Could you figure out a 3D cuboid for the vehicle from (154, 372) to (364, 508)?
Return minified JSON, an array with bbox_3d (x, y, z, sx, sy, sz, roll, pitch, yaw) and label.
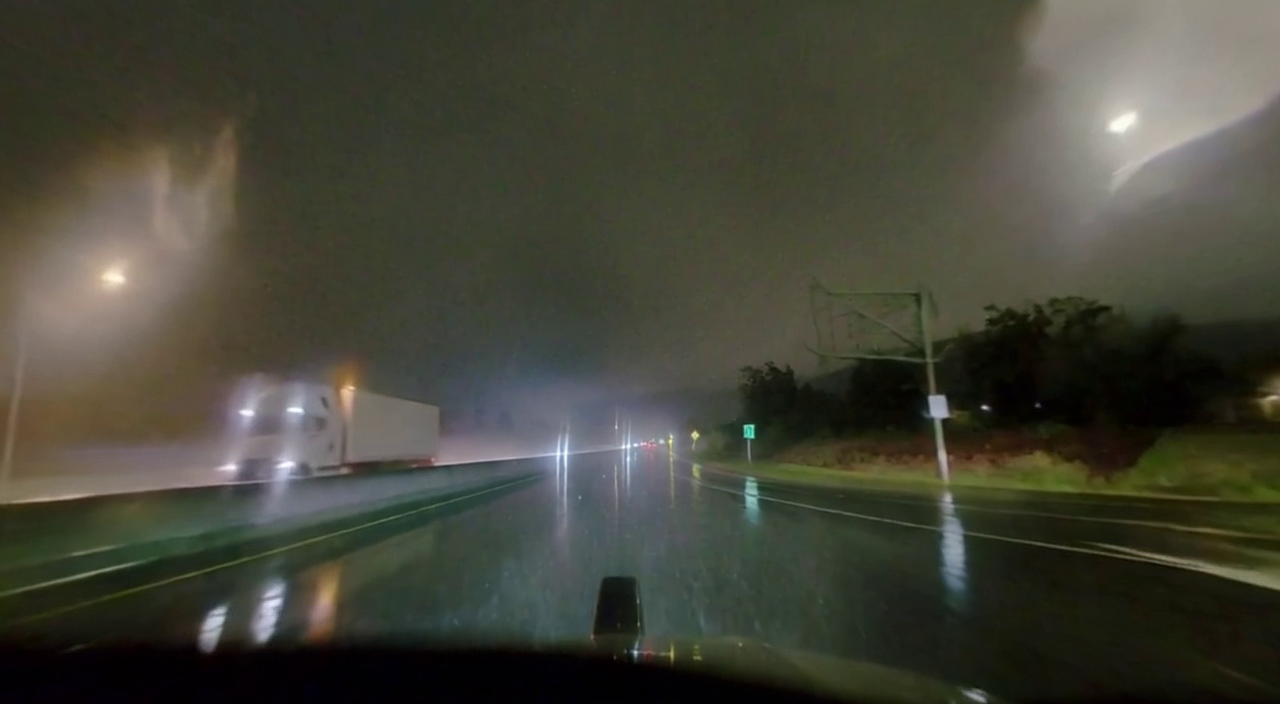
[{"bbox_3d":[-11.917,2.894,20.484,2.993,3.759,5.901,0,-9,0],"label":"vehicle"}]
